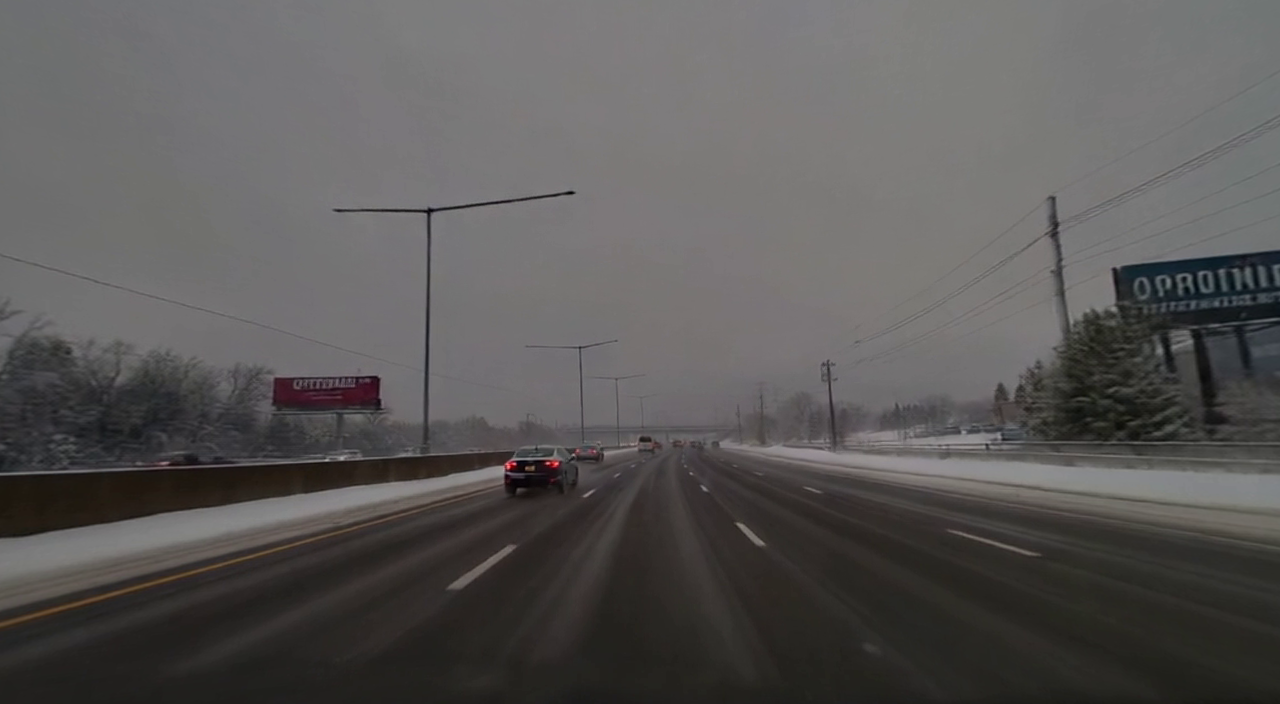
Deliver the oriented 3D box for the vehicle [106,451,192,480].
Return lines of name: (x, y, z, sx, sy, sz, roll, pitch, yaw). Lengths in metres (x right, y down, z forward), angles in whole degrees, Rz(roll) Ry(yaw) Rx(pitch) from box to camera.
vehicle: (-26.119, 6.022, 33.677, 1.592, 1.384, 3.543, 0, -8, 2)

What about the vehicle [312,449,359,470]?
vehicle: (-22.084, 7.783, 45.896, 1.605, 1.392, 3.428, 0, -8, 2)

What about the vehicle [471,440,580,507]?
vehicle: (-2.723, 2.980, 15.960, 1.891, 1.444, 3.968, 0, -8, 2)

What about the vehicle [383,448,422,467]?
vehicle: (-18.270, 8.086, 48.592, 1.472, 1.365, 3.348, 0, -8, 4)

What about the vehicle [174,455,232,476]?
vehicle: (-31.572, 8.208, 45.644, 1.535, 1.347, 3.388, 0, -8, 4)
